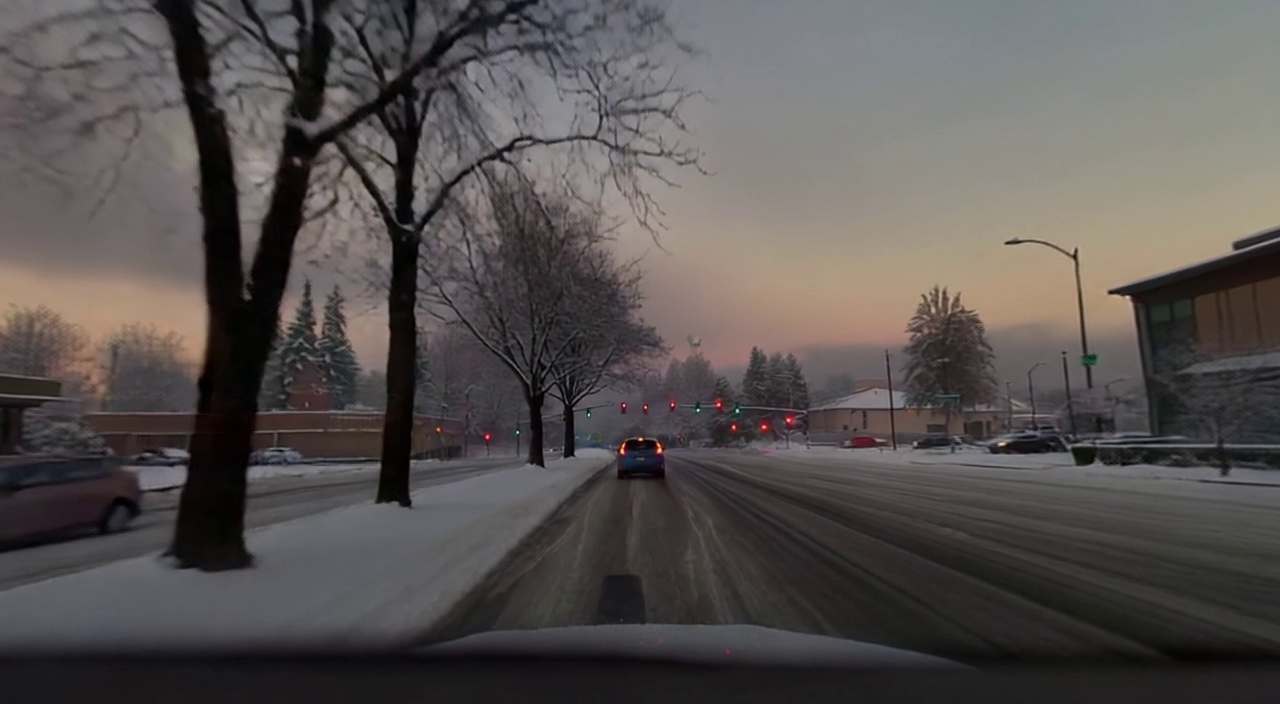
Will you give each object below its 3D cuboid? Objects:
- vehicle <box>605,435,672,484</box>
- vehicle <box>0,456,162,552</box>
[{"bbox_3d":[-0.074,3.636,21.622,2.064,1.477,3.968,0,-9,-1],"label":"vehicle"},{"bbox_3d":[-11.318,2.684,11.456,1.907,1.485,4.293,0,-9,0],"label":"vehicle"}]
